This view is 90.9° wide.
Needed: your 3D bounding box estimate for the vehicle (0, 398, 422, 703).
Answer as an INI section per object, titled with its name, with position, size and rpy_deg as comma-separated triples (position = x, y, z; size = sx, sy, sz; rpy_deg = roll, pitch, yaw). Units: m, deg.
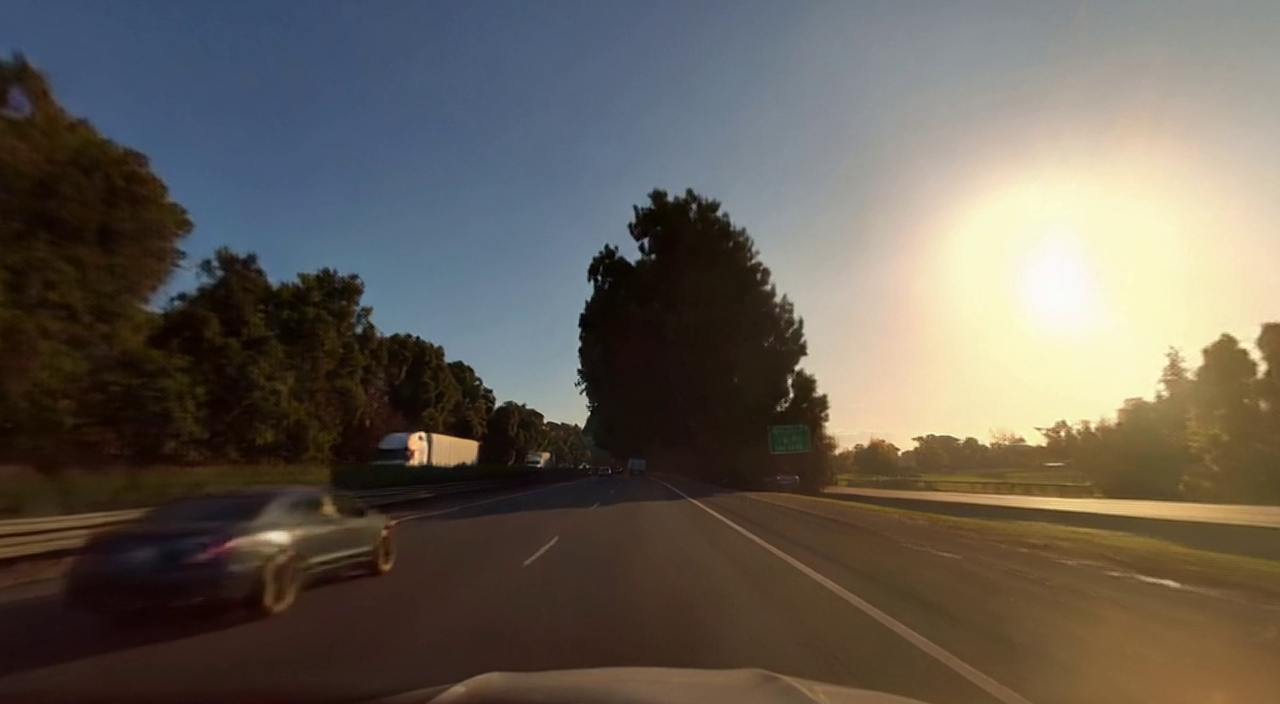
[vehicle]
position = -3.809, 1.491, 5.734
size = 1.912, 1.631, 4.672
rpy_deg = 1, -11, 1
